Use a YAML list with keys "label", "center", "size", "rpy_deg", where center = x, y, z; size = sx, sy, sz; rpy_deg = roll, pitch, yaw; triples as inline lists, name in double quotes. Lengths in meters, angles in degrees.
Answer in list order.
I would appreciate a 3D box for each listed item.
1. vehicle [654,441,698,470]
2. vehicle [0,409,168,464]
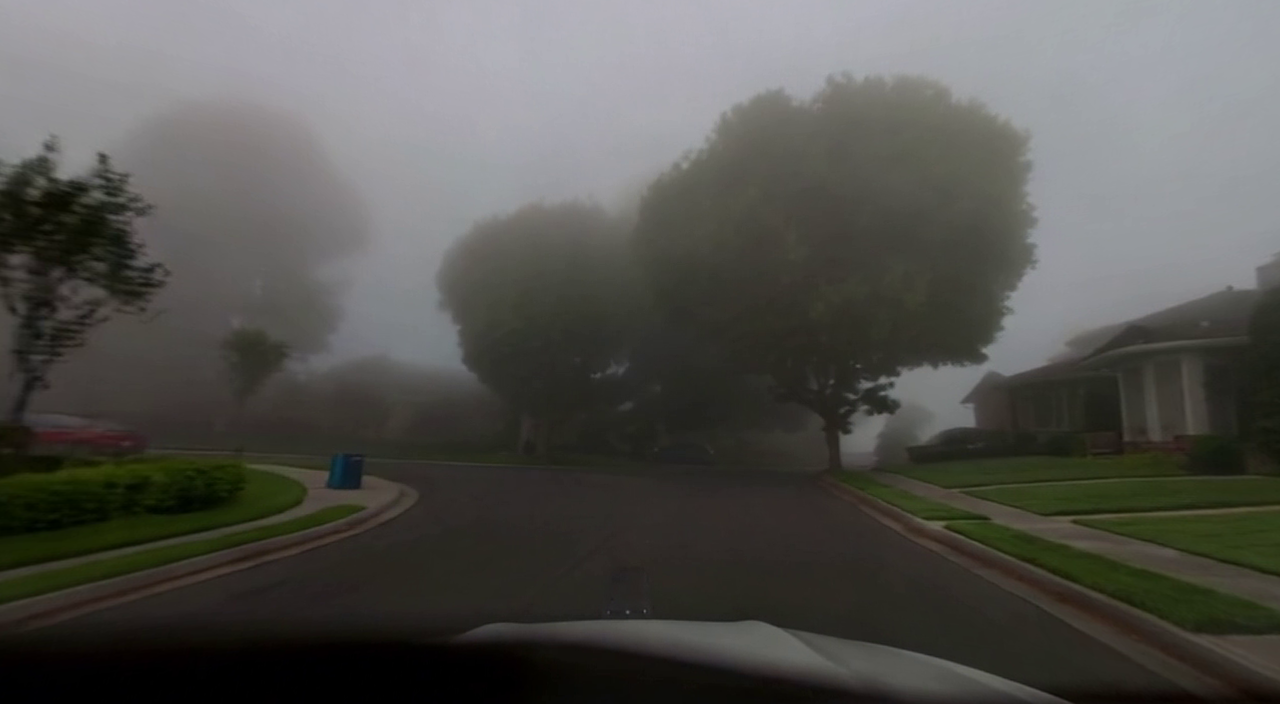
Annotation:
- label: "vehicle"
  center: [2.547, 7.127, 43.519]
  size: [2.180, 1.752, 4.700]
  rpy_deg: [-5, -9, 12]
- label: "vehicle"
  center: [-18.429, 2.764, 20.252]
  size: [1.791, 1.517, 5.089]
  rpy_deg: [-5, -9, 15]
